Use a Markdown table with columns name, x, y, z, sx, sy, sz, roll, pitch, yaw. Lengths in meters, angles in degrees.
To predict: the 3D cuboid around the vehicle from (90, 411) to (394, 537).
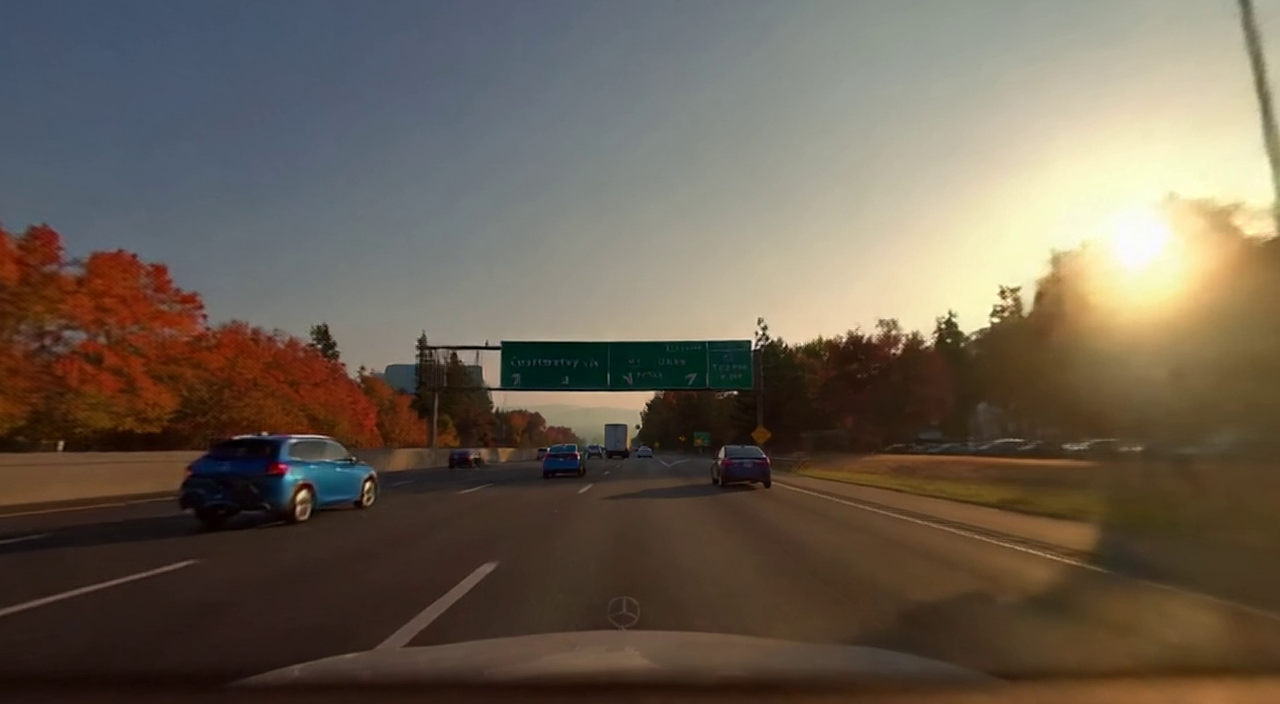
| name | x | y | z | sx | sy | sz | roll | pitch | yaw |
| --- | --- | --- | --- | --- | --- | --- | --- | --- | --- |
| vehicle | -7.007 | 2.234 | 12.128 | 2.314 | 1.842 | 5.279 | 0 | -9 | 1 |

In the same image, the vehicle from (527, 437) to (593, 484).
| name | x | y | z | sx | sy | sz | roll | pitch | yaw |
| --- | --- | --- | --- | --- | --- | --- | --- | --- | --- |
| vehicle | -3.203 | 4.471 | 26.131 | 2.111 | 1.742 | 4.315 | 0 | -9 | 1 |

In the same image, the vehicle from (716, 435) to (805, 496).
| name | x | y | z | sx | sy | sz | roll | pitch | yaw |
| --- | --- | --- | --- | --- | --- | --- | --- | --- | --- |
| vehicle | 3.798 | 3.654 | 20.669 | 2.101 | 1.742 | 4.495 | 0 | -9 | 1 |

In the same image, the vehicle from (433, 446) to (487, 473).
| name | x | y | z | sx | sy | sz | roll | pitch | yaw |
| --- | --- | --- | --- | --- | --- | --- | --- | --- | --- |
| vehicle | -10.831 | 6.500 | 38.240 | 1.919 | 1.509 | 4.265 | 0 | -9 | 1 |
